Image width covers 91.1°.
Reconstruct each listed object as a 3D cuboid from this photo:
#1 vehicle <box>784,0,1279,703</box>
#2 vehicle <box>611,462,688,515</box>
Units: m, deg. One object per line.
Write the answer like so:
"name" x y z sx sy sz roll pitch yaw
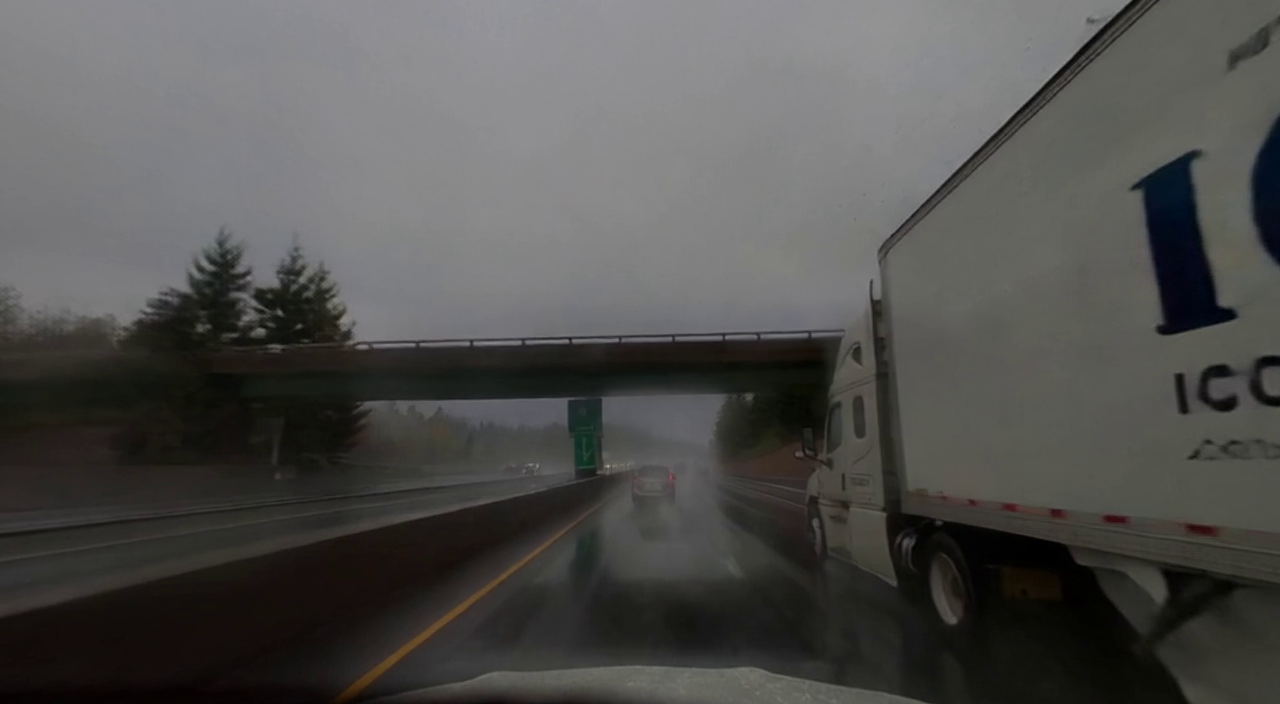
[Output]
"vehicle" 4.420 0.297 4.189 2.964 4.188 16.587 1 -10 0
"vehicle" 0.296 4.213 19.686 2.156 1.444 3.762 1 -10 1
